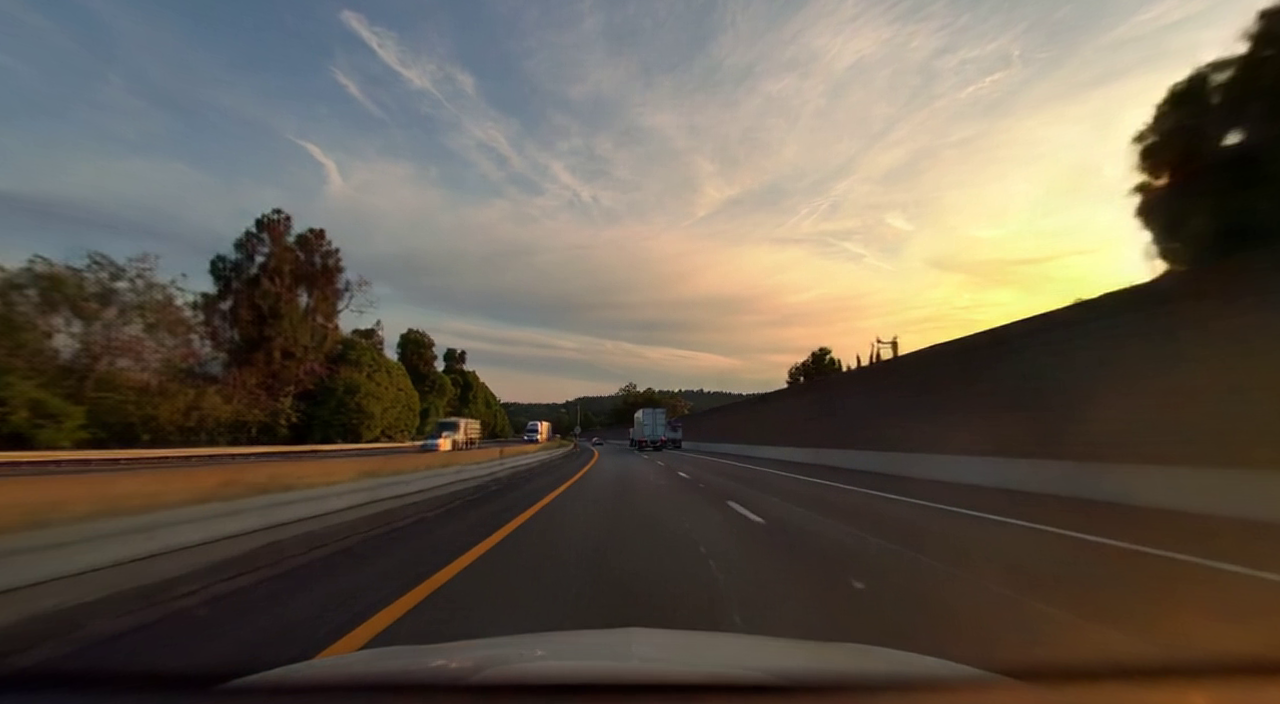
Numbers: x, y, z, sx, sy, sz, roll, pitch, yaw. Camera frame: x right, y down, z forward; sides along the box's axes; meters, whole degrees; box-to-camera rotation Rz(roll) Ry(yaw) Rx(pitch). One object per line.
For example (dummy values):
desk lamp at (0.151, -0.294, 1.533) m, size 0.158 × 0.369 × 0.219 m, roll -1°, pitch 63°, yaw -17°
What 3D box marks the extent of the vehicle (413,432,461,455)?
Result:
vehicle at (-14.064, 6.368, 43.950) m, size 2.027 × 1.507 × 4.580 m, roll 0°, pitch -8°, yaw -3°
